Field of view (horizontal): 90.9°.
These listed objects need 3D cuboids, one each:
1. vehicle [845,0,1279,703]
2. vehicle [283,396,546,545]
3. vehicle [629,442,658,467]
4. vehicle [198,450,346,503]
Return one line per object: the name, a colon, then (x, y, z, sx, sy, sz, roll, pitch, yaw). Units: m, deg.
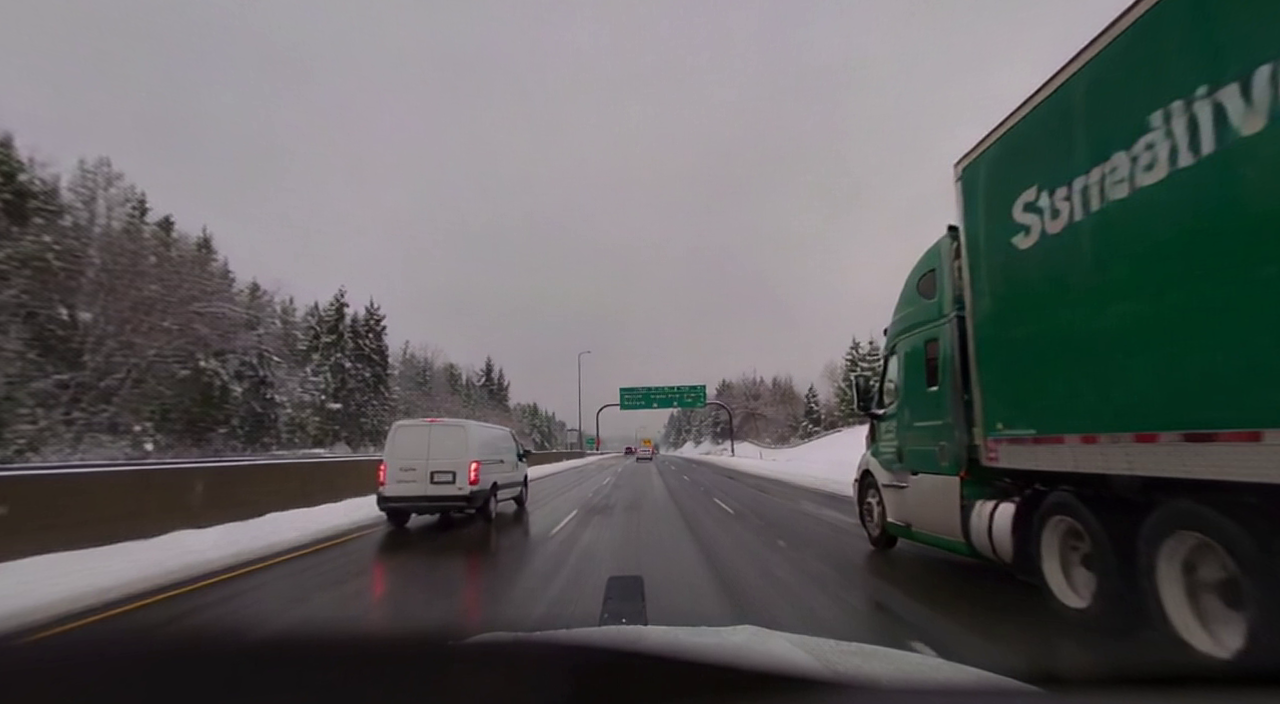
vehicle: (4.178, 0.056, 4.463, 3.007, 3.949, 7.005, 0, -9, 0)
vehicle: (-3.372, 1.995, 11.188, 2.572, 1.927, 5.803, 0, -9, -1)
vehicle: (0.230, 7.435, 45.794, 2.067, 1.690, 3.901, 0, -9, 0)
vehicle: (-11.567, 3.912, 20.282, 2.025, 1.461, 4.592, 0, -9, 0)
